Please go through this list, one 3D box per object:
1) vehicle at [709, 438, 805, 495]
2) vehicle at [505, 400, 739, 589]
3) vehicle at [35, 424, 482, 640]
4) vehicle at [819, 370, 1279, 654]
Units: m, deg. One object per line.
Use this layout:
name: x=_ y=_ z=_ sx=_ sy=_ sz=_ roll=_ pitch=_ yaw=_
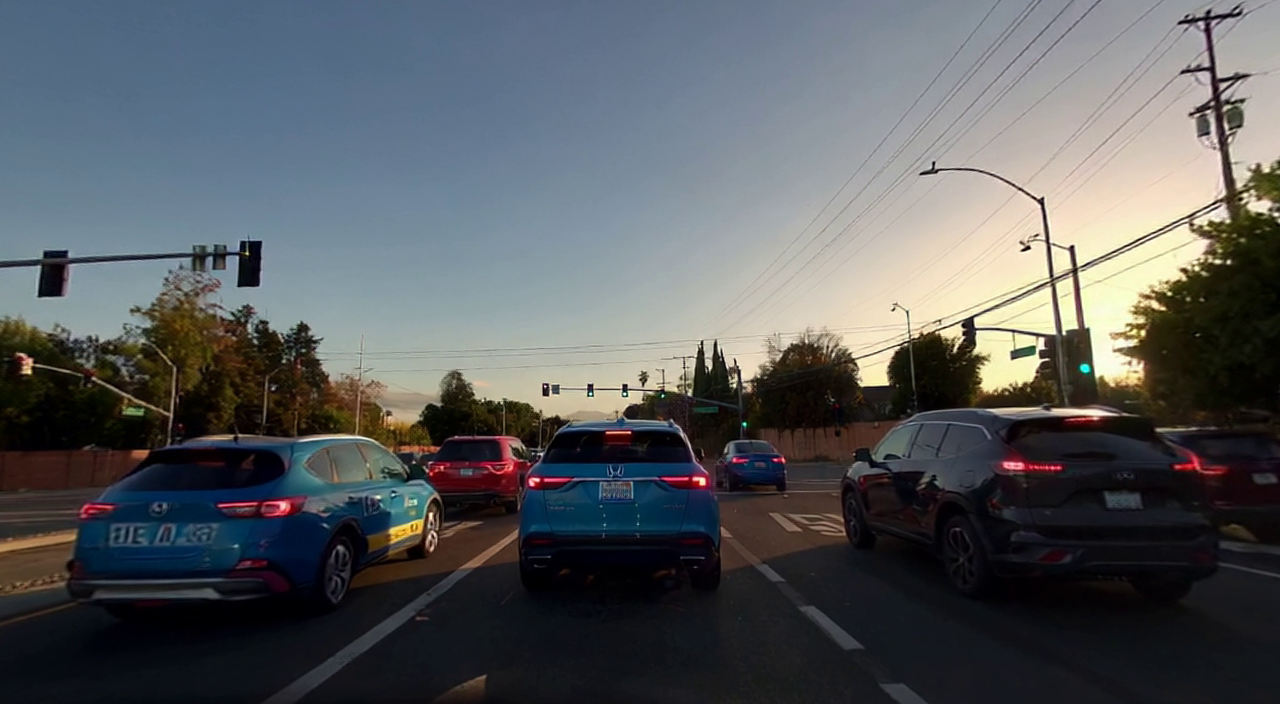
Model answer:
vehicle: x=3.347 y=3.364 z=18.963 sx=1.949 sy=1.479 sz=4.489 roll=0 pitch=-9 yaw=-1
vehicle: x=-0.134 y=1.605 z=7.862 sx=2.111 sy=1.712 sz=4.078 roll=0 pitch=-9 yaw=1
vehicle: x=-3.190 y=1.577 z=6.645 sx=1.881 sy=1.466 sz=4.484 roll=0 pitch=-9 yaw=0
vehicle: x=3.517 y=1.350 z=6.366 sx=1.999 sy=1.789 sz=4.583 roll=0 pitch=-9 yaw=-1
